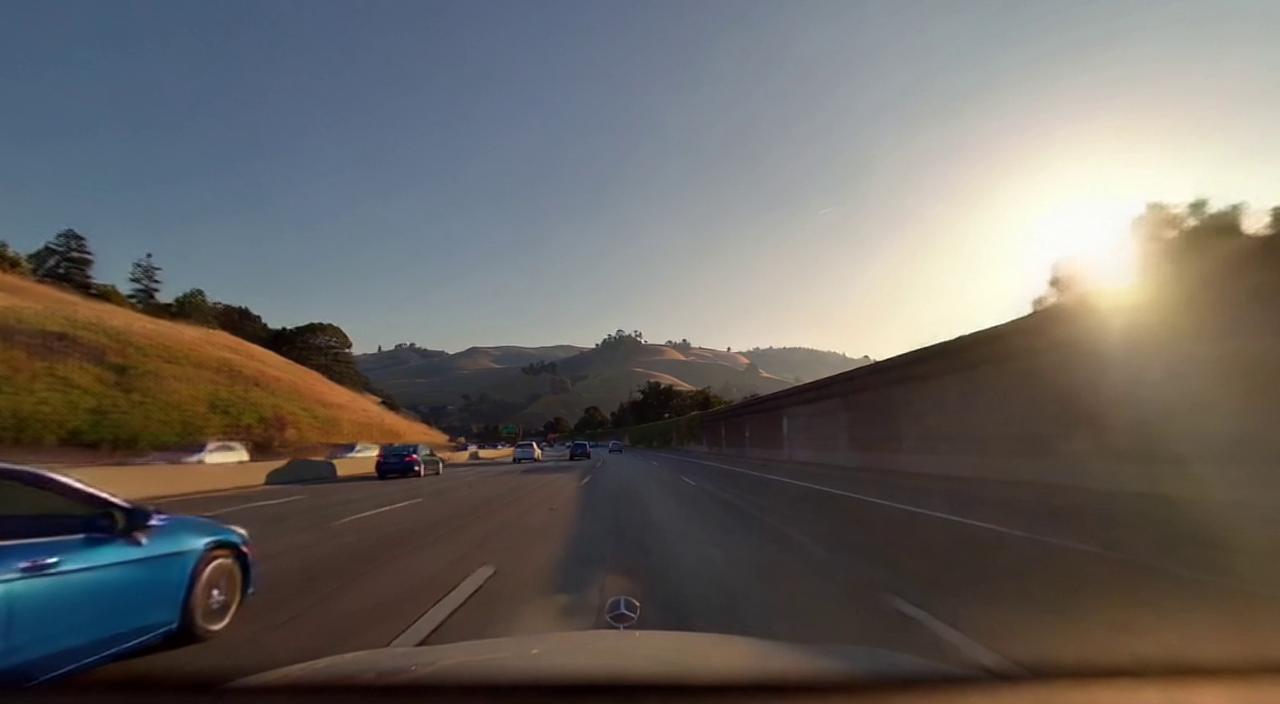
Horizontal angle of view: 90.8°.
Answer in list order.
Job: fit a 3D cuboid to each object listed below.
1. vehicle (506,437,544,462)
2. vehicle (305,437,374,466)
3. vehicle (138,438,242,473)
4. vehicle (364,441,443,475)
[{"bbox_3d":[-8.610,7.332,47.734,2.074,1.768,4.805,0,-9,-2],"label":"vehicle"},{"bbox_3d":[-17.752,5.907,37.560,1.991,1.609,4.424,0,-9,-1],"label":"vehicle"},{"bbox_3d":[-24.202,5.564,34.256,2.042,1.735,4.872,0,-9,-1],"label":"vehicle"},{"bbox_3d":[-10.930,4.915,29.572,1.949,1.475,4.740,0,-8,-1],"label":"vehicle"}]
